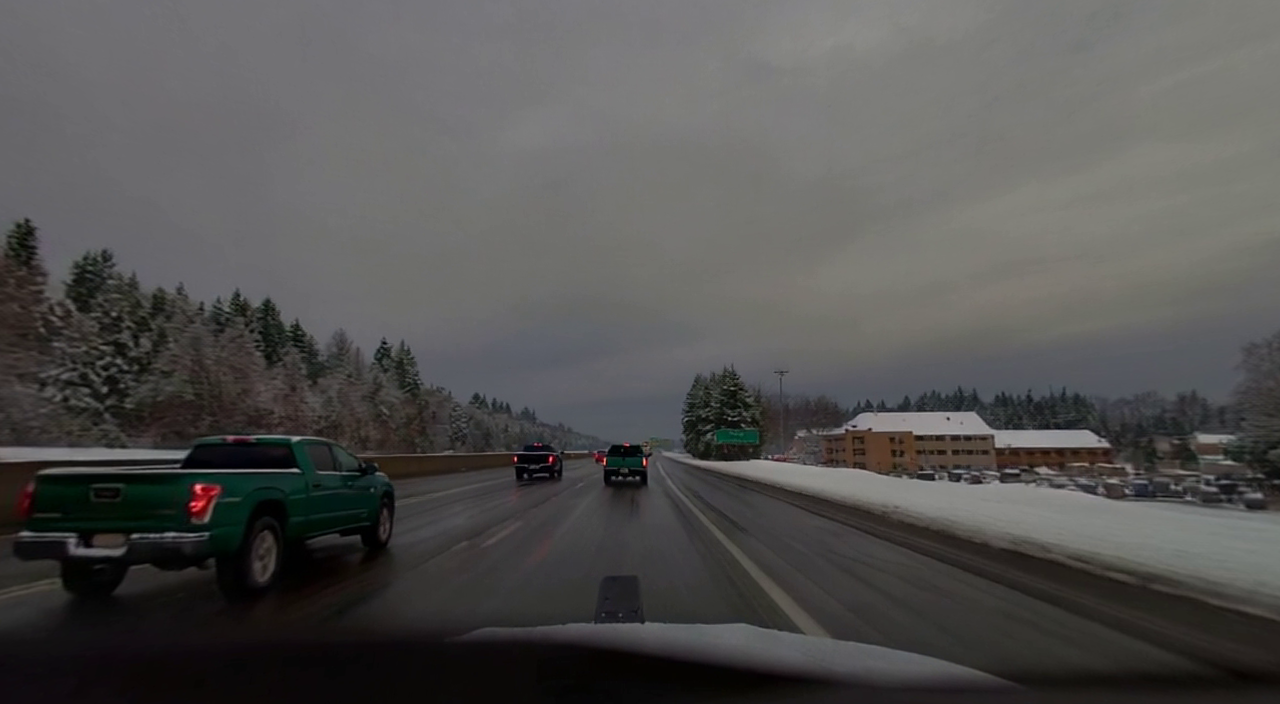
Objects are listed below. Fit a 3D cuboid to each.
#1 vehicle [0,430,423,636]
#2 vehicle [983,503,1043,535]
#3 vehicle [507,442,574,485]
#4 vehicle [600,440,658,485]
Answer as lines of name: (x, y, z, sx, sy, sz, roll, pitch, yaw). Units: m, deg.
vehicle: (-4.111, 1.639, 6.836, 1.936, 1.470, 4.402, 0, -8, 0)
vehicle: (26.527, 11.864, 45.082, 1.956, 1.594, 4.425, -1, -8, 6)
vehicle: (-4.280, 4.867, 27.982, 2.038, 1.704, 5.181, 0, -8, 1)
vehicle: (-0.378, 4.660, 26.965, 2.293, 1.753, 4.380, 0, -9, 1)
